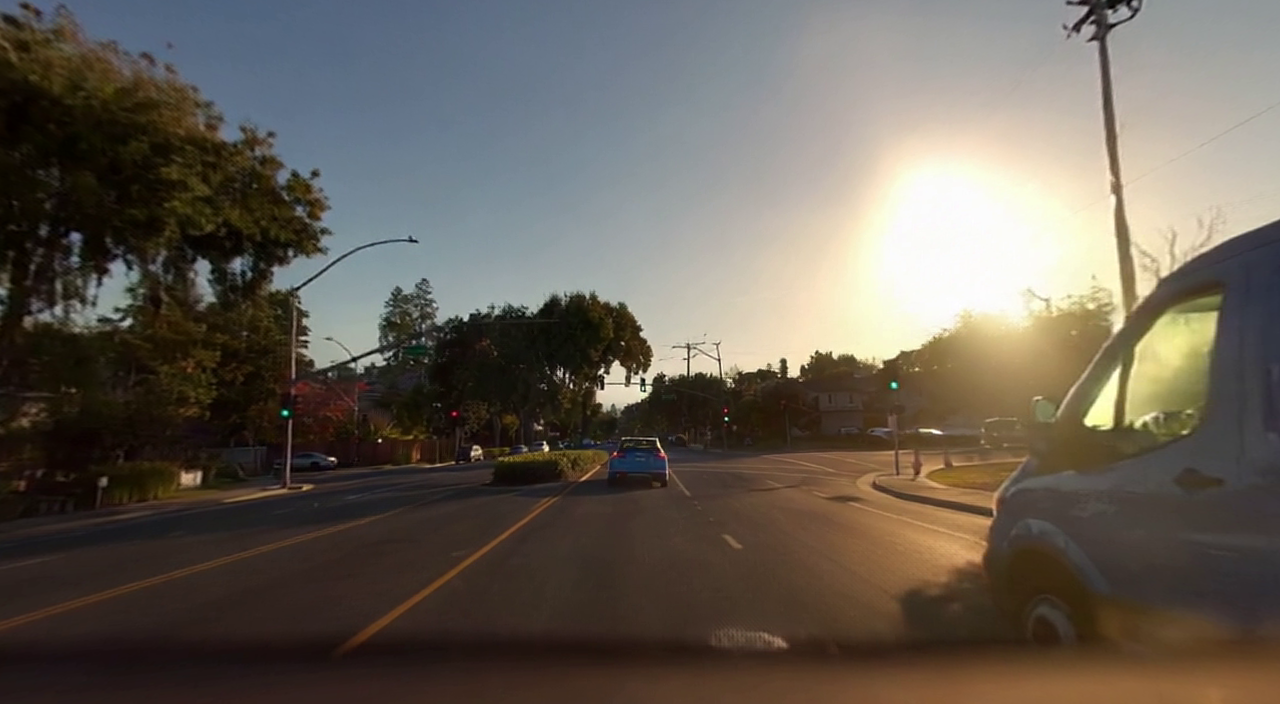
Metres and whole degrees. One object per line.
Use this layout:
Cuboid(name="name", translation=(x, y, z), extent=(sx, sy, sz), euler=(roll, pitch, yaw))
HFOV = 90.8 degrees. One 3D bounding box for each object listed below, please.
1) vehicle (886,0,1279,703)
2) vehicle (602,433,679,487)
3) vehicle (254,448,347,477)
Cuboid(name="vehicle", translation=(2.938, -0.006, 0.172), extent=(2.770, 3.054, 7.271), euler=(0, -9, 0))
Cuboid(name="vehicle", translation=(-0.004, 3.275, 19.339), extent=(2.104, 1.462, 3.991), euler=(0, -9, 0))
Cuboid(name="vehicle", translation=(-20.920, 6.790, 39.033), extent=(4.588, 1.703, 1.879), euler=(0, -9, 1))
